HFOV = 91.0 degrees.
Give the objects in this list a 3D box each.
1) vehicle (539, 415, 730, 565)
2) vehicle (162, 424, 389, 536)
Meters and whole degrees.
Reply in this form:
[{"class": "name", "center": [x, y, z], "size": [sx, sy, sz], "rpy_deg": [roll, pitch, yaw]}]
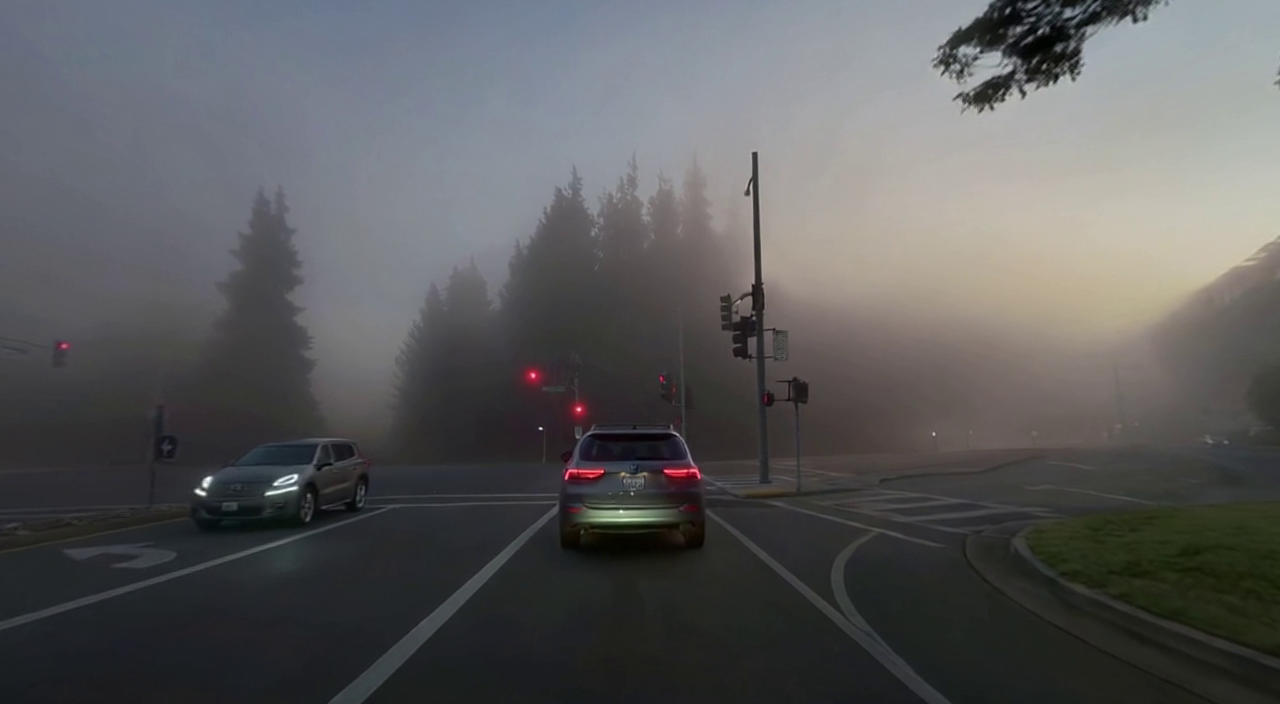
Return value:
[{"class": "vehicle", "center": [-0.207, 1.880, 9.278], "size": [2.154, 1.670, 4.140], "rpy_deg": [1, -9, -4]}, {"class": "vehicle", "center": [-6.467, 2.289, 11.861], "size": [2.020, 1.695, 4.187], "rpy_deg": [1, -9, -5]}]
